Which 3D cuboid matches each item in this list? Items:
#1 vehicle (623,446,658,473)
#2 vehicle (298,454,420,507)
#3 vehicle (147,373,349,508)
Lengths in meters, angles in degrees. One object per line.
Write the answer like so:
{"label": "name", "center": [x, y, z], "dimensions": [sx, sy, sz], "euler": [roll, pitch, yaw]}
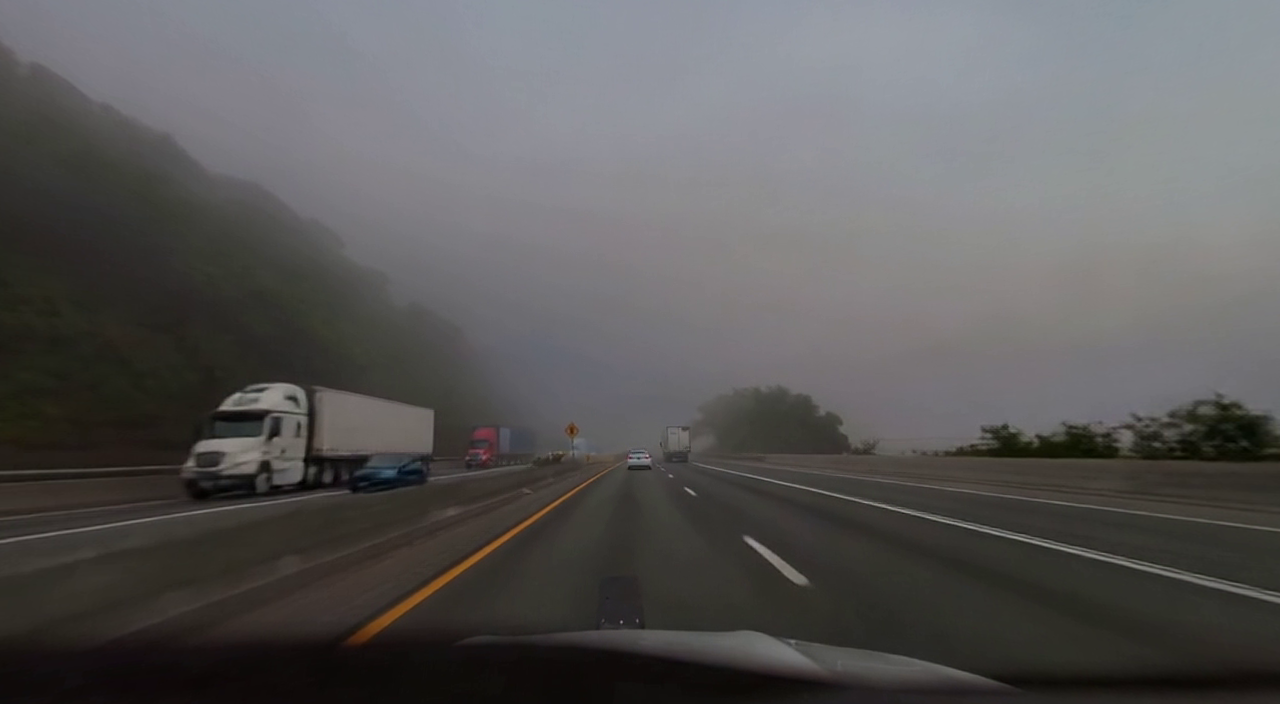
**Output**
{"label": "vehicle", "center": [0.019, 7.025, 41.489], "dimensions": [2.137, 1.689, 4.051], "euler": [0, -9, 0]}
{"label": "vehicle", "center": [-8.825, 4.026, 20.265], "dimensions": [1.912, 1.462, 4.317], "euler": [0, -9, 0]}
{"label": "vehicle", "center": [-12.928, 3.045, 21.619], "dimensions": [2.949, 3.947, 5.850], "euler": [0, -9, 0]}
